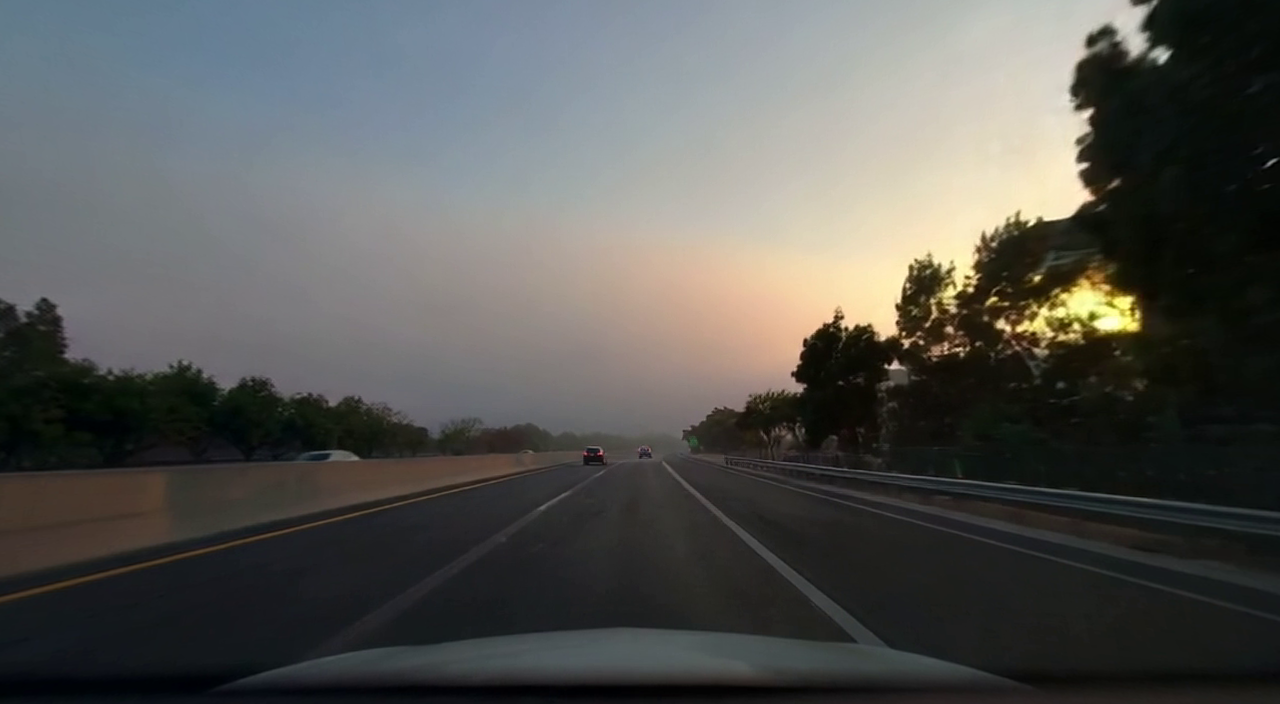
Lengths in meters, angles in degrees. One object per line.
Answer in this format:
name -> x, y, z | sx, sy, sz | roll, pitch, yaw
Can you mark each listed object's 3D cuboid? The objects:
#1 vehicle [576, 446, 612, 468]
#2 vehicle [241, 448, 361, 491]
vehicle -> -3.373, 7.863, 47.074 | 2.268, 1.600, 4.724 | 0, -9, 1
vehicle -> -13.346, 4.628, 25.074 | 2.211, 1.519, 4.566 | 0, -9, 0
